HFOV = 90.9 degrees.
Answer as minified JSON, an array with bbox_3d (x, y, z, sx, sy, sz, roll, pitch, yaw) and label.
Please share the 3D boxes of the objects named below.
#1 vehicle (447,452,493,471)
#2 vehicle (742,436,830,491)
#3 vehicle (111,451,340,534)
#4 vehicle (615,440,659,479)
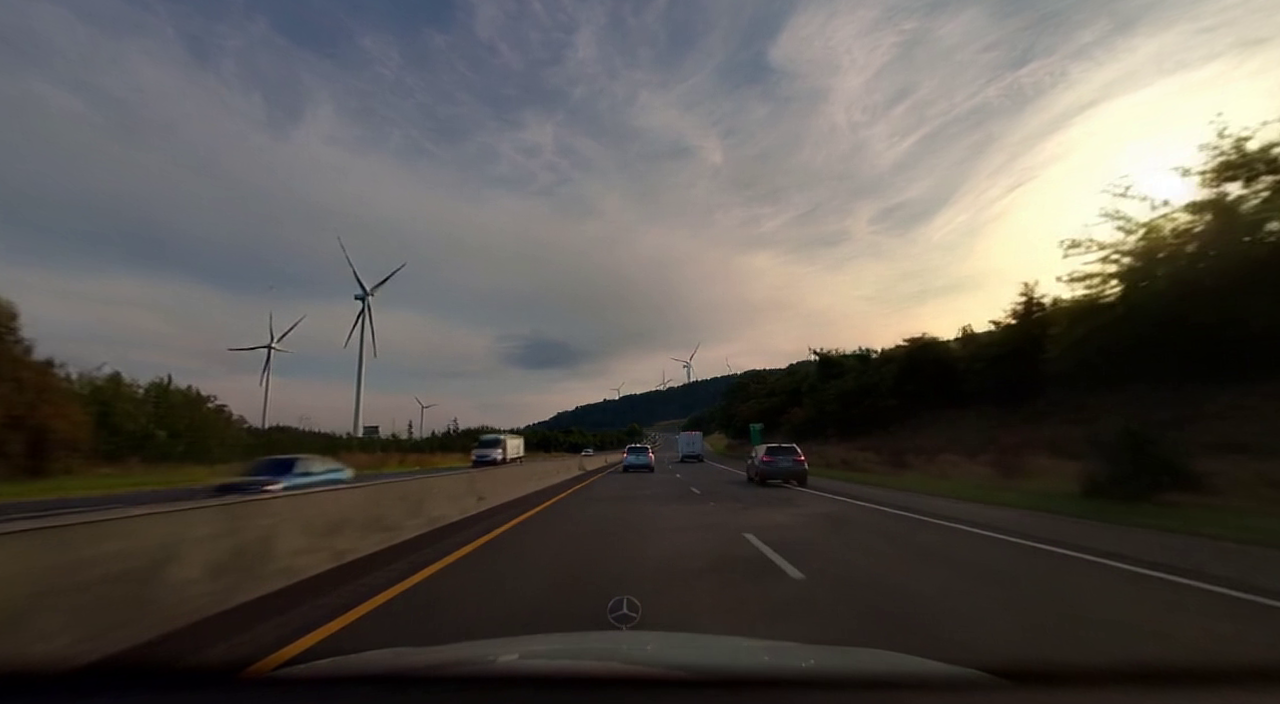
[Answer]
[{"bbox_3d":[-12.490,8.090,46.621,2.143,1.327,4.511,0,-9,1],"label":"vehicle"},{"bbox_3d":[4.948,3.873,22.119,2.040,1.721,4.507,0,-9,1],"label":"vehicle"},{"bbox_3d":[-8.736,2.956,13.939,1.909,1.502,4.585,0,-9,0],"label":"vehicle"},{"bbox_3d":[-0.105,5.248,30.910,2.038,1.723,4.150,0,-9,1],"label":"vehicle"}]
